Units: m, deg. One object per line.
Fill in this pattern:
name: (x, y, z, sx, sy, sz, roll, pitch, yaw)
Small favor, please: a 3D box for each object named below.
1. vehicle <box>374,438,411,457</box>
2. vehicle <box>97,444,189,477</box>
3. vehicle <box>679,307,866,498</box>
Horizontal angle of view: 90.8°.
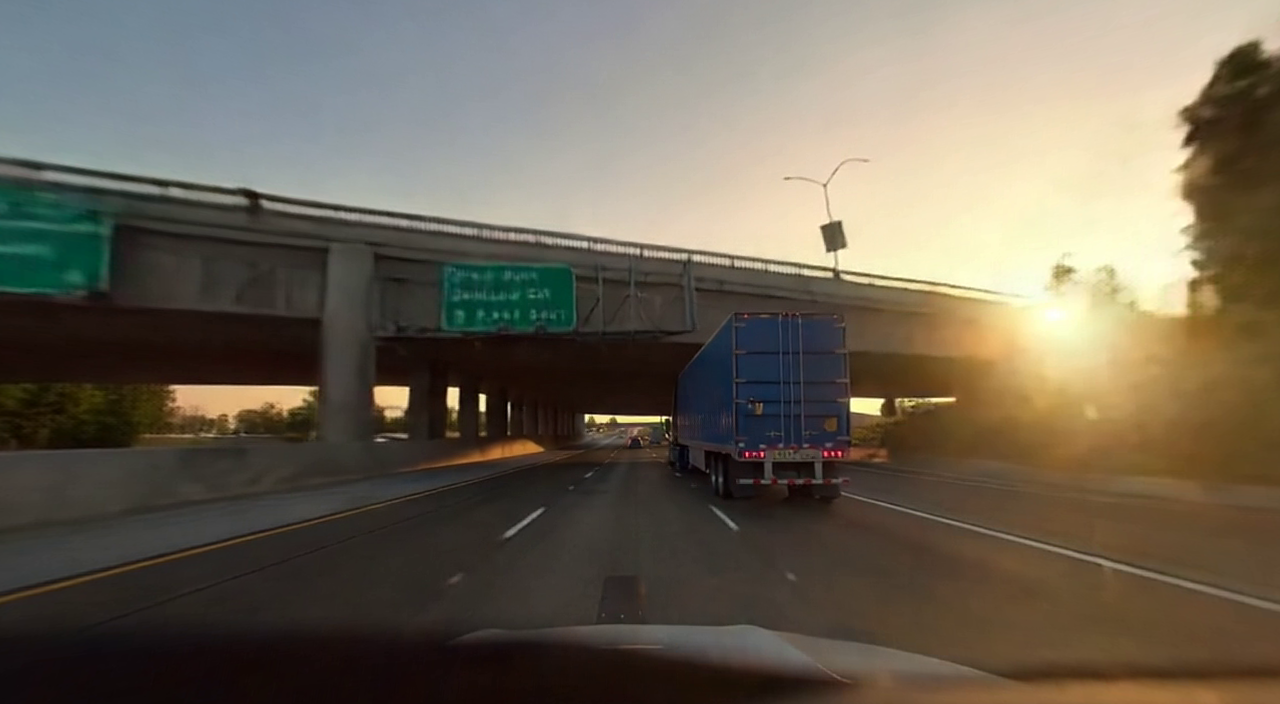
vehicle: (-17.796, 6.937, 45.562, 1.391, 1.308, 3.105, 0, -9, -1)
vehicle: (-21.978, 4.795, 28.104, 1.436, 1.326, 3.245, 0, -8, 0)
vehicle: (3.362, 2.290, 21.944, 2.743, 4.160, 16.408, 0, -9, -1)
